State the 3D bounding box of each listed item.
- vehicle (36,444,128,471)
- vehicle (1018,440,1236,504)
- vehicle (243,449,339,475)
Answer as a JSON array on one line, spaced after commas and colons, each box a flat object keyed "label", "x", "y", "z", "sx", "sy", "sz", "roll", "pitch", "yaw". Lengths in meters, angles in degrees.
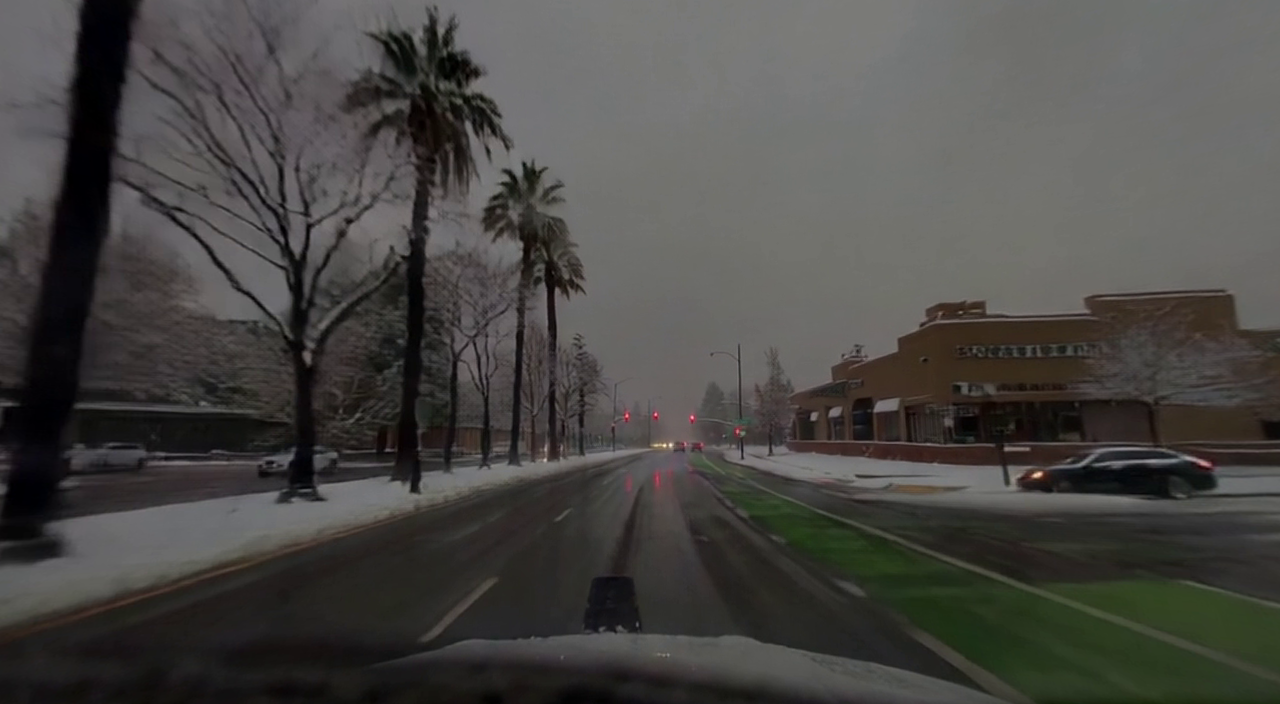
[{"label": "vehicle", "x": -36.505, "y": 6.896, "z": 41.412, "sx": 4.171, "sy": 1.682, "sz": 1.981, "roll": -1, "pitch": -8, "yaw": 3}, {"label": "vehicle", "x": 14.099, "y": 3.480, "z": 18.698, "sx": 4.601, "sy": 1.696, "sz": 1.977, "roll": -3, "pitch": -9, "yaw": 20}, {"label": "vehicle", "x": -22.205, "y": 6.981, "z": 40.440, "sx": 5.136, "sy": 1.515, "sz": 1.964, "roll": 4, "pitch": -9, "yaw": -24}]
